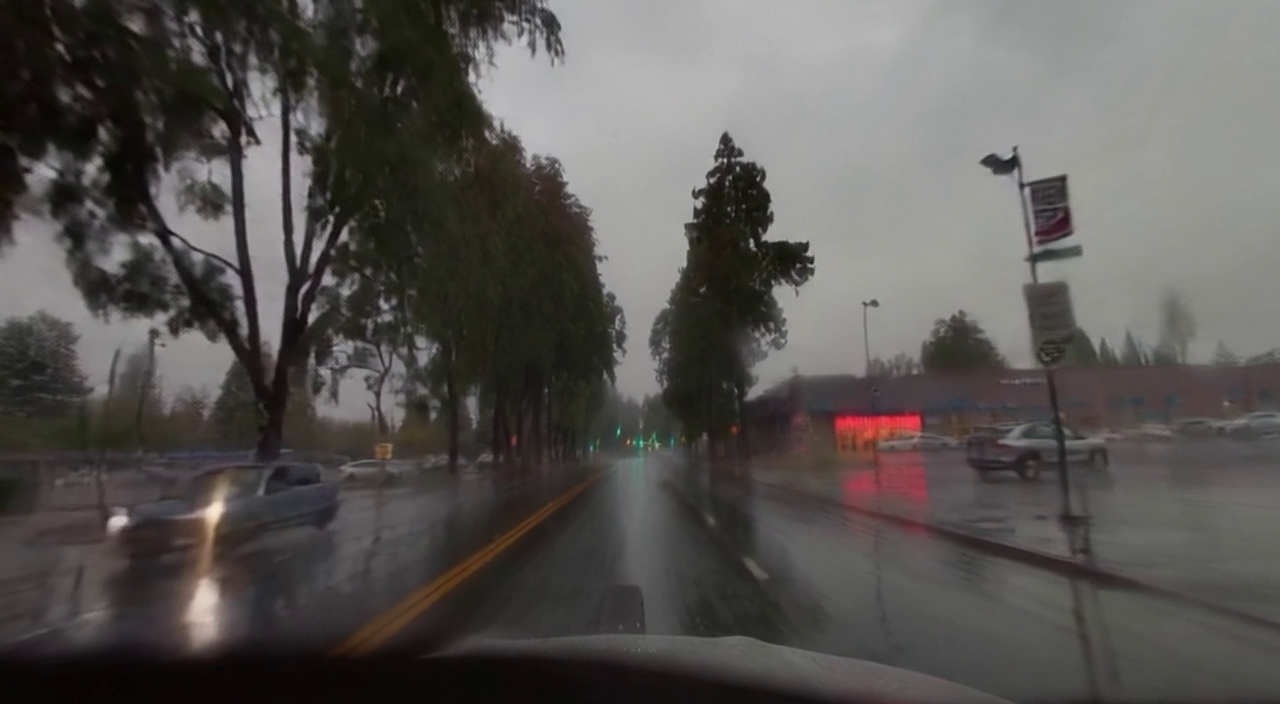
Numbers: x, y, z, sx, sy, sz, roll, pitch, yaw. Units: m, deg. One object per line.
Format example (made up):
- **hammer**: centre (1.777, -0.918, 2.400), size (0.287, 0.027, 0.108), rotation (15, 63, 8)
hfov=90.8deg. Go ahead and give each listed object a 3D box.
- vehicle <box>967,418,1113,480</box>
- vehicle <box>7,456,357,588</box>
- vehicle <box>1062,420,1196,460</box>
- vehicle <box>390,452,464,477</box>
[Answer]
- **vehicle**: centre (11.213, 2.682, 17.581), size (4.587, 1.504, 1.928), rotation (6, -11, -38)
- **vehicle**: centre (-6.504, 2.411, 9.882), size (1.962, 1.478, 4.639), rotation (0, -9, 1)
- **vehicle**: centre (21.935, 4.004, 28.450), size (4.442, 1.451, 1.945), rotation (-12, -12, 42)
- **vehicle**: centre (-15.247, 8.057, 45.473), size (4.579, 1.701, 2.033), rotation (0, -8, 1)
